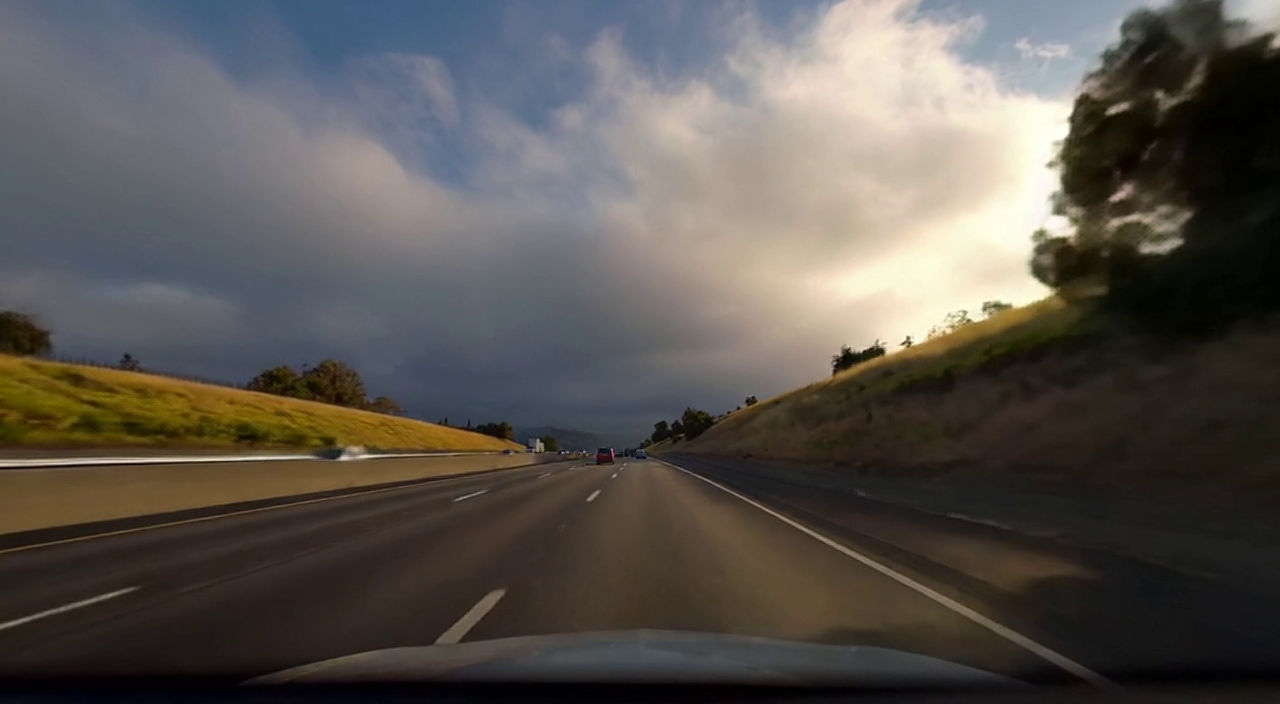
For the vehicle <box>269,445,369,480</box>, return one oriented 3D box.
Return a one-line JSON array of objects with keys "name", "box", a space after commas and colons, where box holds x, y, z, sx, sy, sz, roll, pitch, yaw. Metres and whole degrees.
[{"name": "vehicle", "box": [-14.953, 5.149, 29.703, 2.188, 1.465, 4.763, 0, -9, 0]}]
